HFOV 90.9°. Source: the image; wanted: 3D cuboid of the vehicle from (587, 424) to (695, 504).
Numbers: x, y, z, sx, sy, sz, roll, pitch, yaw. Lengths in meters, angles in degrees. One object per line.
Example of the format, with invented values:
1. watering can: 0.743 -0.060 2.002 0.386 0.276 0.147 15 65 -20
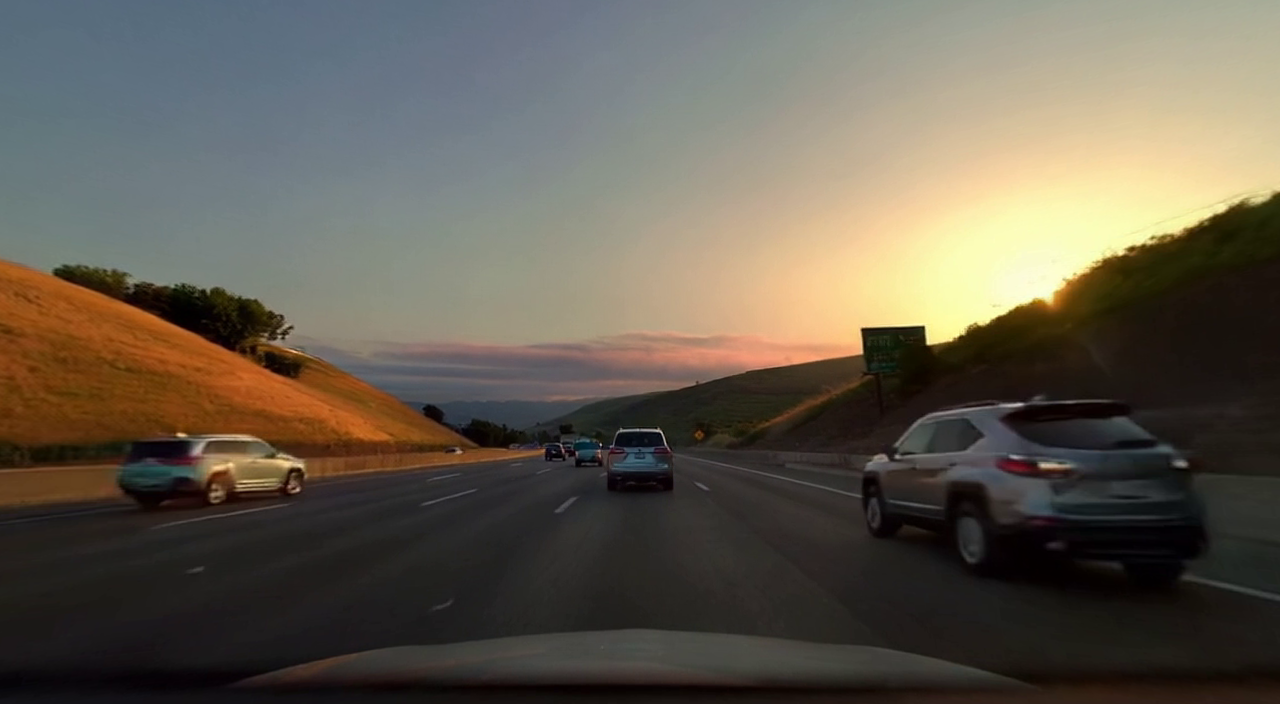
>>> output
1. vehicle: 0.051 2.868 16.535 2.447 1.804 4.273 0 -9 1

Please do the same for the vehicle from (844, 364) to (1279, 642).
1. vehicle: 4.395 1.436 7.189 2.204 1.852 5.845 0 -9 0

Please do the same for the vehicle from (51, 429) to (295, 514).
1. vehicle: -11.268 2.913 15.910 2.223 1.781 5.098 0 -9 0

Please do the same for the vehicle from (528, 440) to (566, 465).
1. vehicle: -6.751 7.386 46.445 2.024 1.706 4.462 0 -9 1
